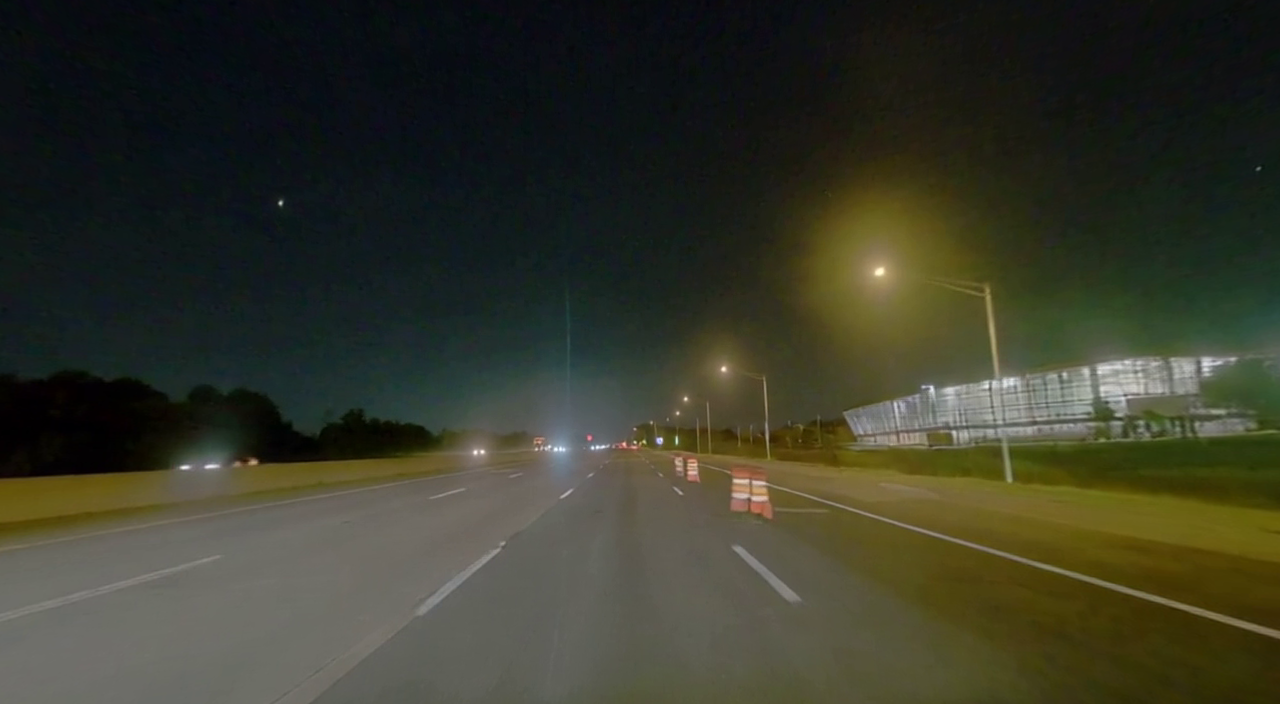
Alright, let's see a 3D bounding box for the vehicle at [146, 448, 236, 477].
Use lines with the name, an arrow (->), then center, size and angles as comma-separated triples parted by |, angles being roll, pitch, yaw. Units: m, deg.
vehicle -> -24.208, 5.959, 34.272 | 1.769, 1.463, 4.314 | 0, -9, -2
